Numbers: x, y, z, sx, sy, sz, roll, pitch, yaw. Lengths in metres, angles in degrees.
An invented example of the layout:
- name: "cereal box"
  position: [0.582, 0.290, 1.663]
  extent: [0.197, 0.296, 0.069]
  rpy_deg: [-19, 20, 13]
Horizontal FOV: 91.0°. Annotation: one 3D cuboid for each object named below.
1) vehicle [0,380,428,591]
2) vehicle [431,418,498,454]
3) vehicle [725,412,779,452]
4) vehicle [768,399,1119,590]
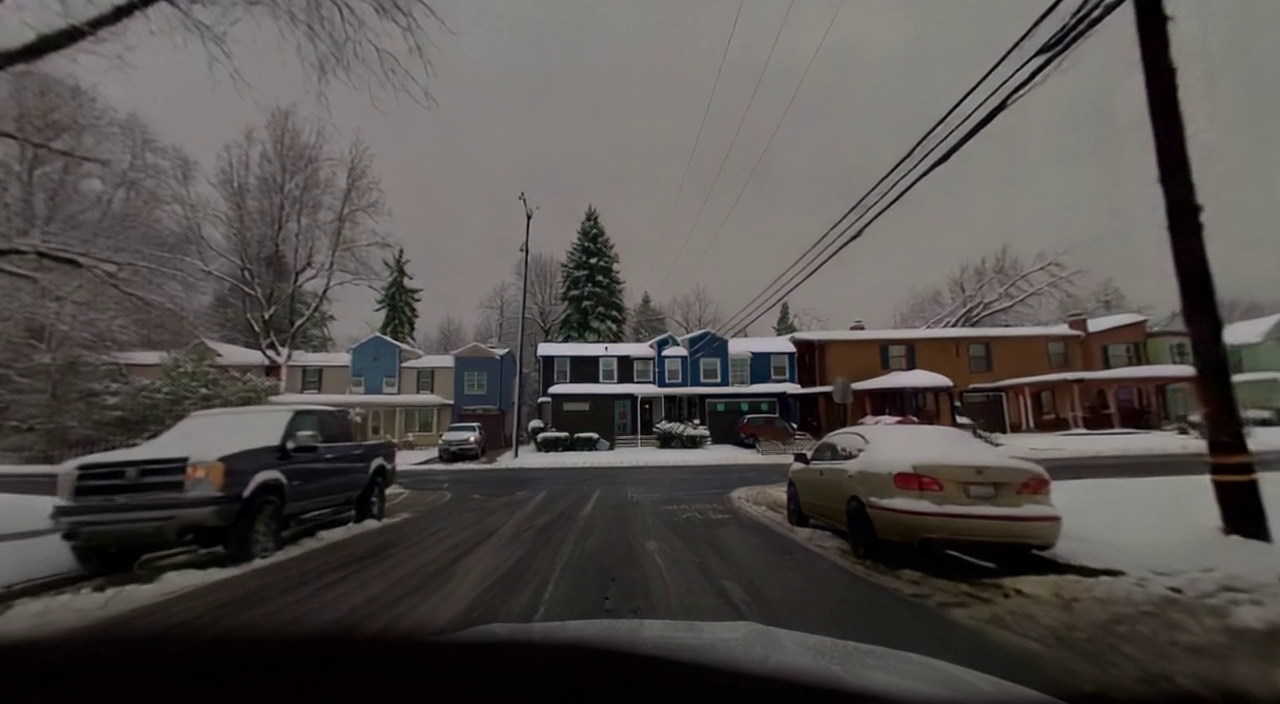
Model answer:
- name: "vehicle"
  position: [-5.479, 1.787, 9.477]
  extent: [2.480, 2.084, 6.353]
  rpy_deg: [0, -9, -1]
- name: "vehicle"
  position: [-9.123, 4.480, 33.191]
  extent: [2.091, 1.760, 4.760]
  rpy_deg: [0, -9, 1]
- name: "vehicle"
  position: [5.767, 4.185, 33.027]
  extent: [2.081, 1.891, 4.367]
  rpy_deg: [0, -7, 1]
- name: "vehicle"
  position: [3.429, 1.726, 8.547]
  extent: [2.109, 1.811, 4.886]
  rpy_deg: [0, -9, -3]
